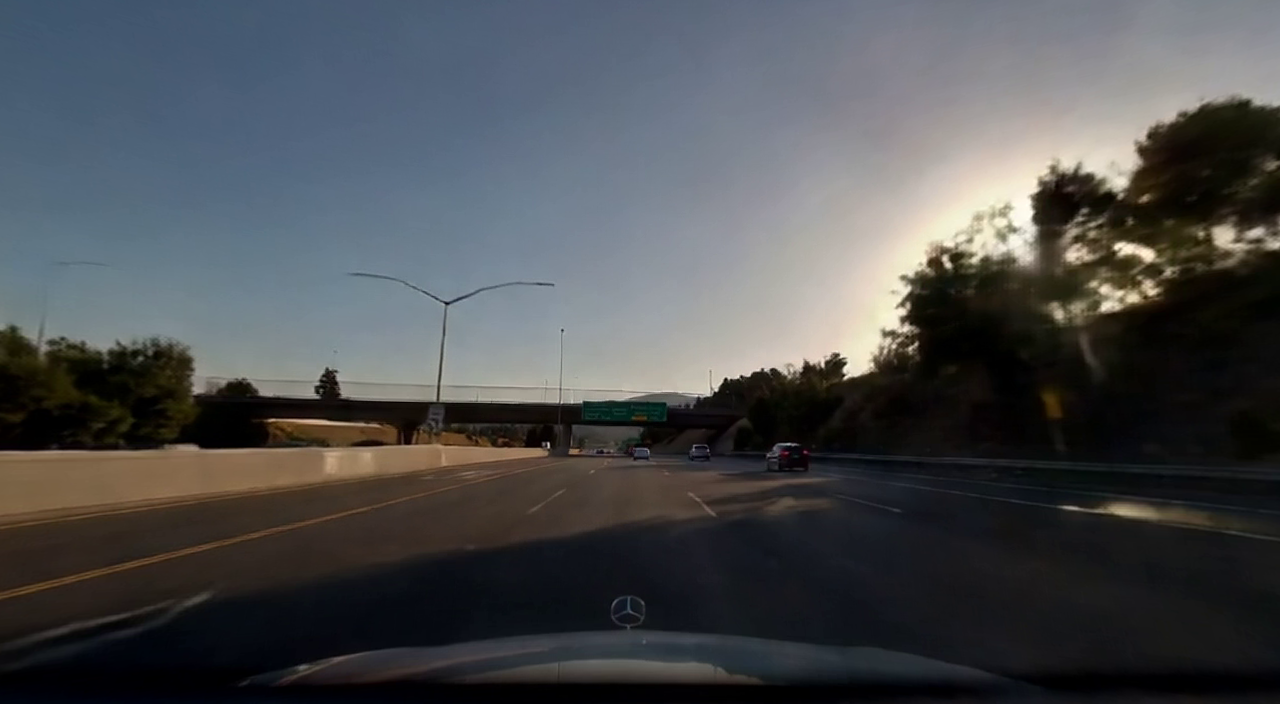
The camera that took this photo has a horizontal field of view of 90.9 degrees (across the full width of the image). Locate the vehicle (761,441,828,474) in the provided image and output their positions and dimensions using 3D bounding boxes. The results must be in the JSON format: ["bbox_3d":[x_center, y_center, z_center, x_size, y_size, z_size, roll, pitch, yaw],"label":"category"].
[{"bbox_3d":[7.657,5.281,31.784,2.031,1.524,4.657,0,-8,-2],"label":"vehicle"}]

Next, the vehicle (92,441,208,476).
[{"bbox_3d":[-22.250,4.832,28.881,1.815,1.450,4.401,0,-8,-1],"label":"vehicle"}]
